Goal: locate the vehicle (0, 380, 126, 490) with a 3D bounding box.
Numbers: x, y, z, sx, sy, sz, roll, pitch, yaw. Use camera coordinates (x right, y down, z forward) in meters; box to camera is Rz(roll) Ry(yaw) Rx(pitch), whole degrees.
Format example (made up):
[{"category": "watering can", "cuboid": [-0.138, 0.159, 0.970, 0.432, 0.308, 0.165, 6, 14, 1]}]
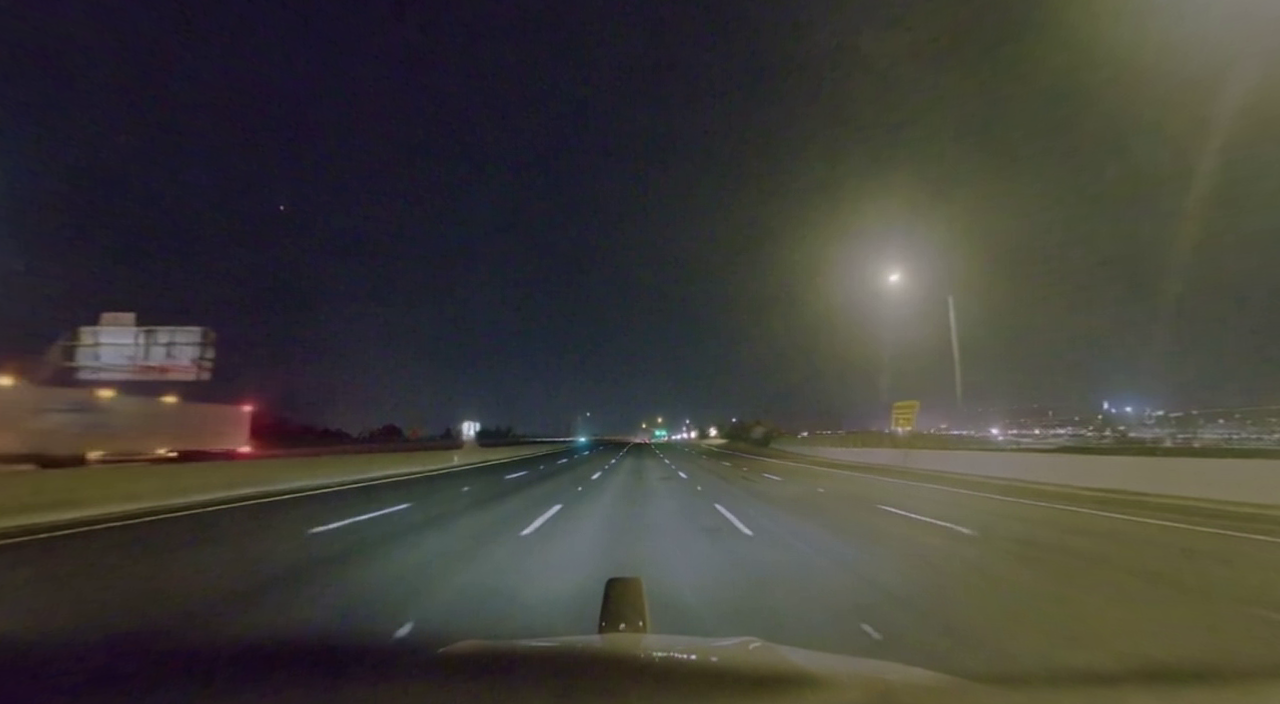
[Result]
[{"category": "vehicle", "cuboid": [-23.984, 3.049, 22.982, 3.278, 3.774, 8.377, 0, -8, 1]}]
